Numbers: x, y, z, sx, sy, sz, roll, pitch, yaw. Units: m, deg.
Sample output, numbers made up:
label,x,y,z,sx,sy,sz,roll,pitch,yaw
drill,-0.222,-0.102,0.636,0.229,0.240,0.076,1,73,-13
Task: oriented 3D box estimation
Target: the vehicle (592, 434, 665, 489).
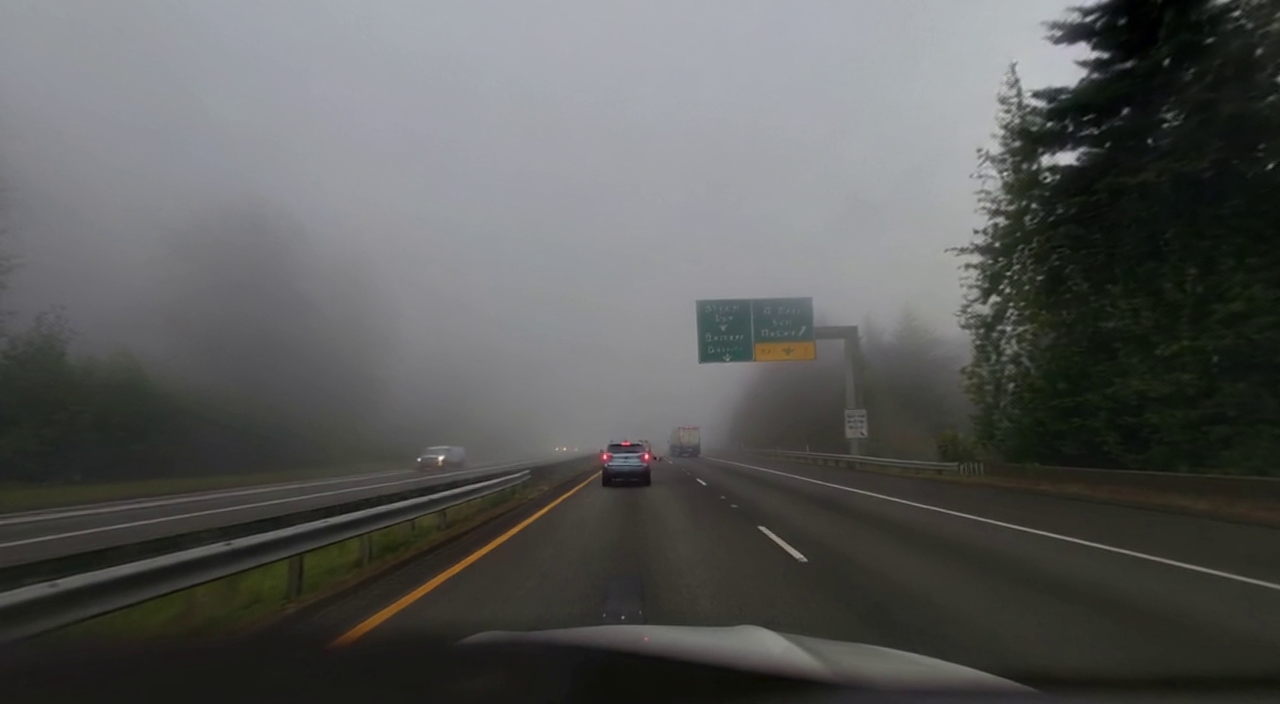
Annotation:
label,x,y,z,sx,sy,sz,roll,pitch,yaw
vehicle,-0.302,3.296,19.259,2.003,1.490,3.636,0,-8,0
